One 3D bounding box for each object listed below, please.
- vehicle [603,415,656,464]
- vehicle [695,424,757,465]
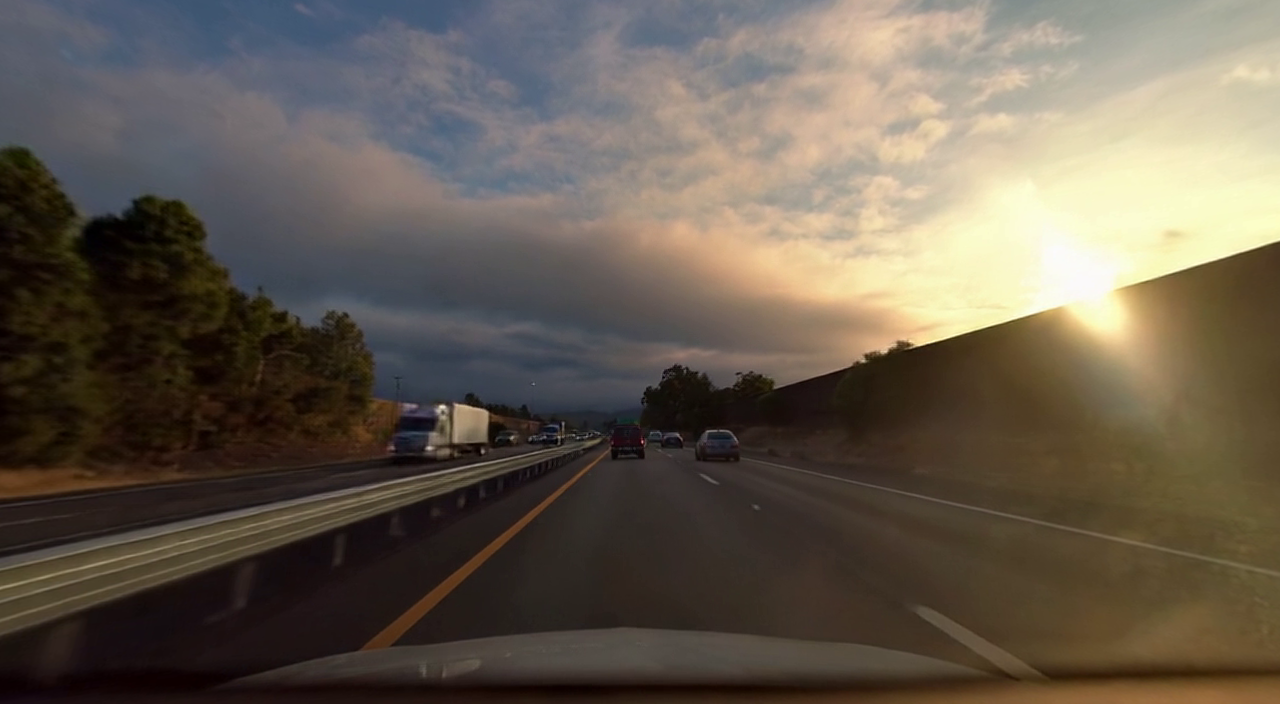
[{"bbox_3d":[-0.499,4.027,29.067,2.270,2.044,4.633,0,-8,-1],"label":"vehicle"},{"bbox_3d":[3.588,3.956,27.147,1.981,1.606,3.956,1,-8,-2],"label":"vehicle"}]
